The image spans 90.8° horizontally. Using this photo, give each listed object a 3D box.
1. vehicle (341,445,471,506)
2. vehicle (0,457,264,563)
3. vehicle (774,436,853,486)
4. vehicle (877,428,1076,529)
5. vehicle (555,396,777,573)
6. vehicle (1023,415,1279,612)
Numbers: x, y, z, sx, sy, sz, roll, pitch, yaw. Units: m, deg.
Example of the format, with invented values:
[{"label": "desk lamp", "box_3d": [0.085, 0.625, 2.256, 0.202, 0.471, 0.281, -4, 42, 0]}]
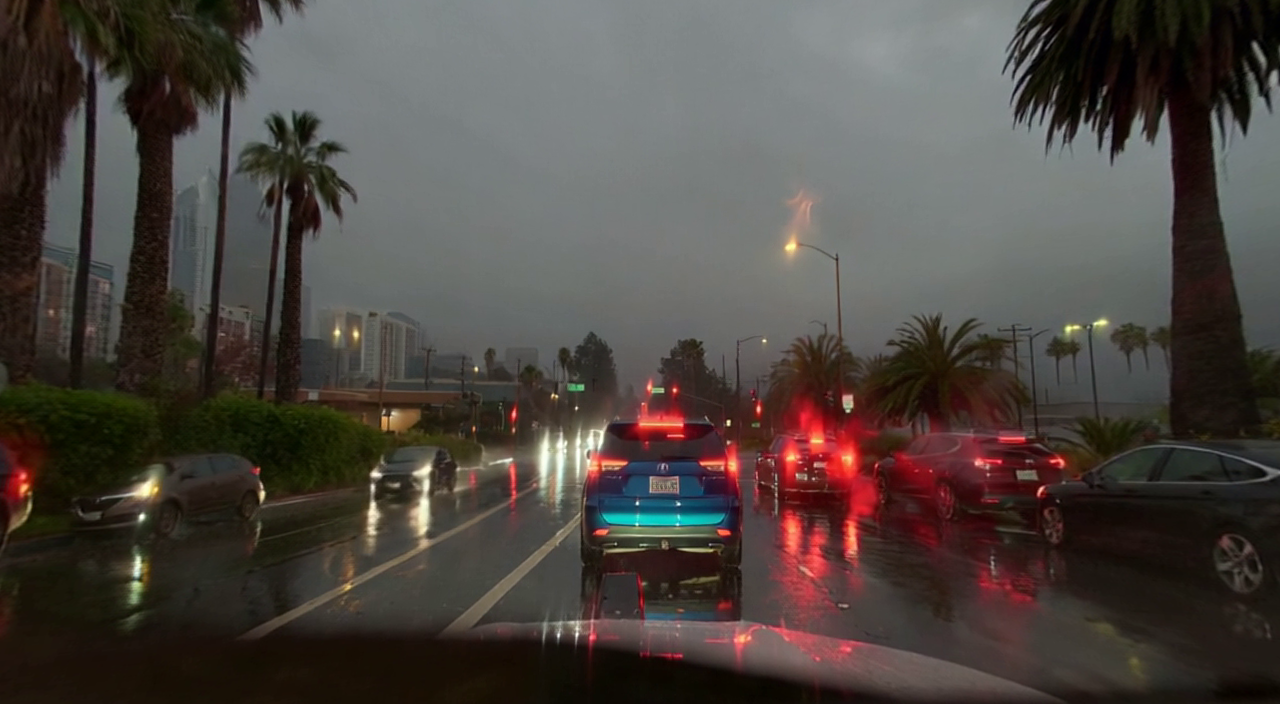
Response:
[{"label": "vehicle", "box_3d": [-6.409, 3.395, 17.963, 1.928, 1.475, 4.645, 0, -8, -1]}, {"label": "vehicle", "box_3d": [-9.560, 2.813, 11.949, 2.054, 1.467, 4.595, -3, -9, 1]}, {"label": "vehicle", "box_3d": [6.565, 4.148, 24.392, 1.948, 1.729, 4.023, 0, -8, 1]}, {"label": "vehicle", "box_3d": [6.692, 2.529, 13.242, 1.930, 1.736, 4.329, -1, -8, 3]}, {"label": "vehicle", "box_3d": [0.288, 1.672, 8.681, 2.264, 1.798, 4.258, 0, -8, 1]}, {"label": "vehicle", "box_3d": [6.465, 1.603, 6.930, 1.935, 1.672, 4.139, 0, -8, 1]}]
